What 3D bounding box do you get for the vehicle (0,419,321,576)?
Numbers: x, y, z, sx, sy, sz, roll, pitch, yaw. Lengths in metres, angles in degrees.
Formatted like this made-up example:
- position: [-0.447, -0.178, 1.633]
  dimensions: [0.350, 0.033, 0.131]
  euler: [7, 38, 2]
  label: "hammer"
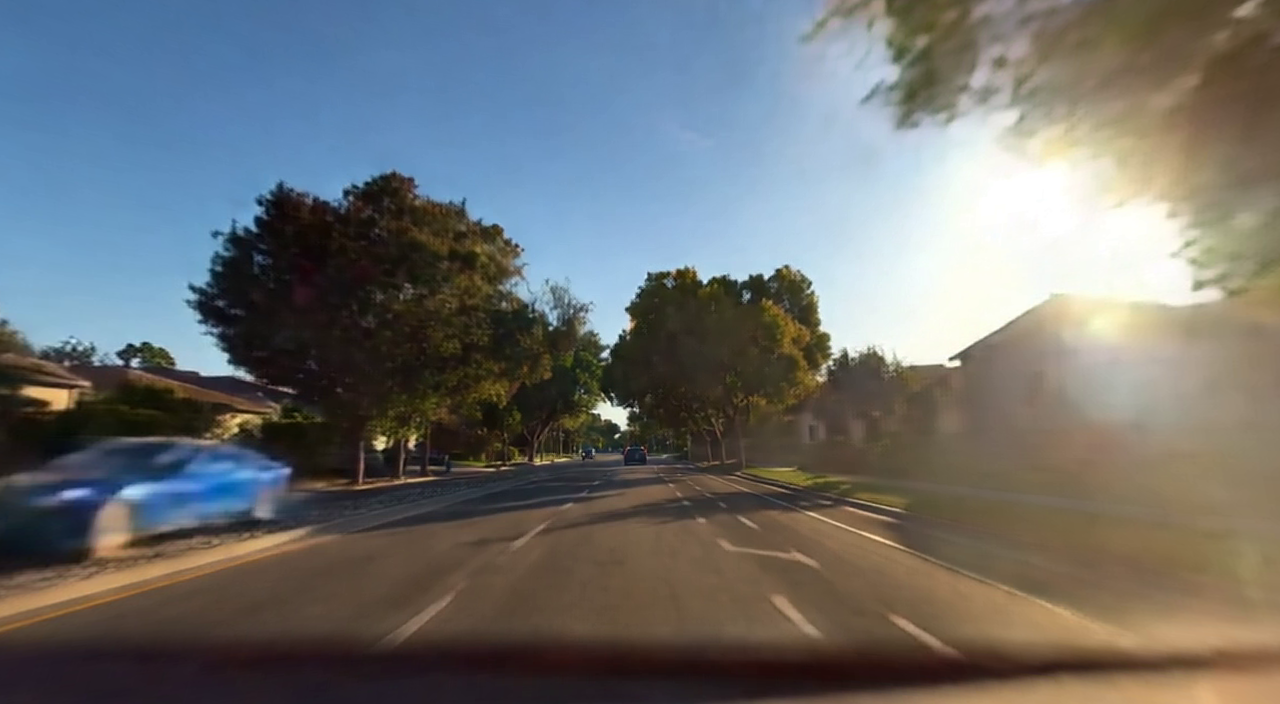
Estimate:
- position: [-7.023, 2.026, 9.524]
  dimensions: [2.082, 1.789, 4.387]
  euler: [0, -9, -1]
  label: "vehicle"
